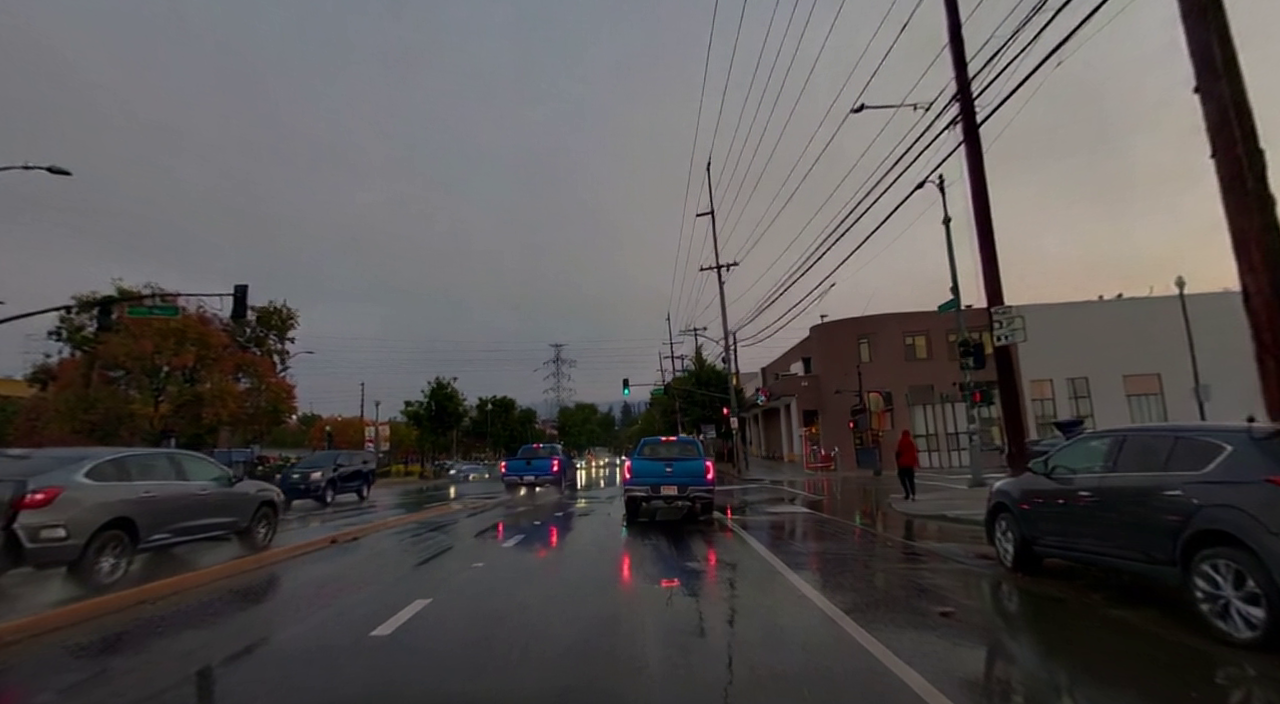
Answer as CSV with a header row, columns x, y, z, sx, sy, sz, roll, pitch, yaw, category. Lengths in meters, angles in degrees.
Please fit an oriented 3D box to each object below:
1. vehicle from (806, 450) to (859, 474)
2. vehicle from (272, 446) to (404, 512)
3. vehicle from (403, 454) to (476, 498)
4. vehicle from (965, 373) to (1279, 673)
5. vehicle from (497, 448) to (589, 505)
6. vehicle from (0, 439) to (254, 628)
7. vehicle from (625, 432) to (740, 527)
x,y,z,sx,sy,sz,roll,pitch,yaw,category
13.143,7.516,43.327,2.075,1.556,4.585,1,-9,-2,vehicle
-9.993,4.205,21.511,2.081,1.925,5.632,1,-9,-4,vehicle
-9.174,5.669,29.219,1.961,1.814,4.418,0,-9,-1,vehicle
5.024,1.322,5.614,1.974,1.823,4.576,0,-9,3,vehicle
-2.962,3.901,20.276,1.995,1.554,4.618,0,-9,3,vehicle
-6.267,1.651,6.239,1.994,1.551,4.414,0,-9,1,vehicle
0.996,2.676,13.890,2.089,1.699,4.650,-1,-9,6,vehicle
